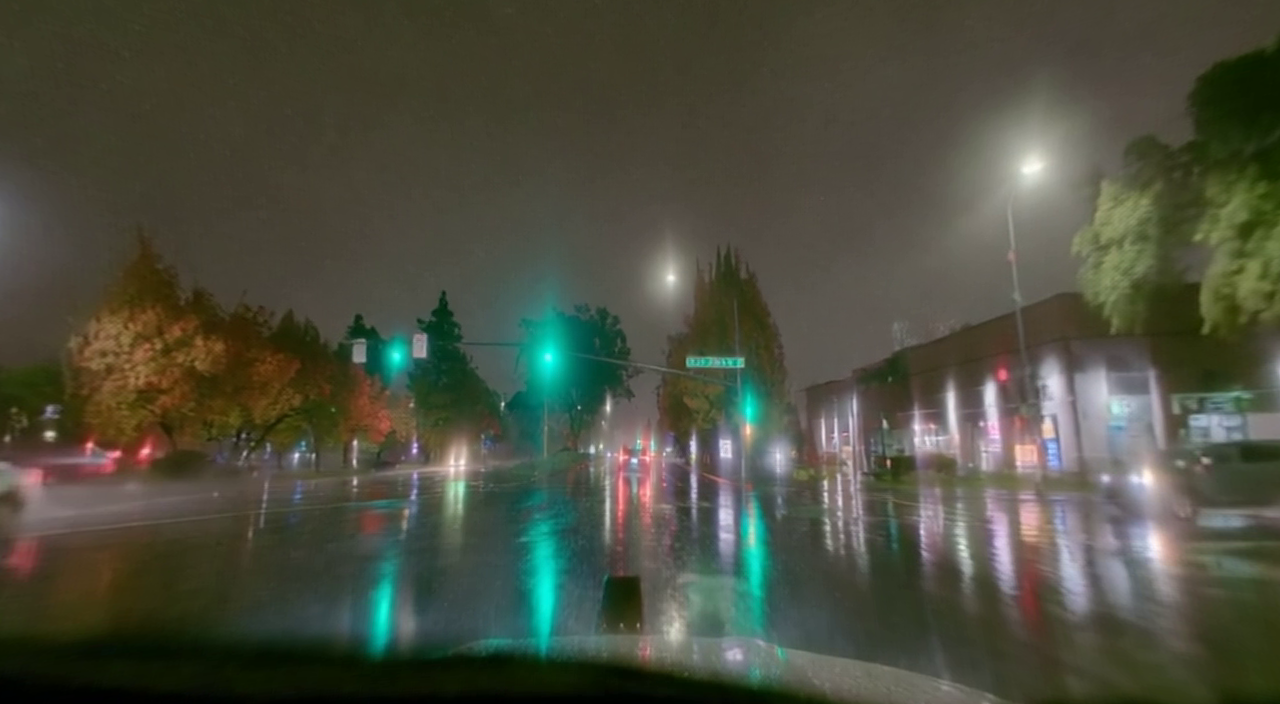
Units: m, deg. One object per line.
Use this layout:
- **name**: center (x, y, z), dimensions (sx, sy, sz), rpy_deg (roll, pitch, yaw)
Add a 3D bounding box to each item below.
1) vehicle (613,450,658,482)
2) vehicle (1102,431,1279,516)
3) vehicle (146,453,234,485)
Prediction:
- **vehicle**: center (-0.187, 5.688, 31.818), dimensions (2.115, 1.461, 3.976), rpy_deg (0, -8, 1)
- **vehicle**: center (14.497, 2.866, 15.171), dimensions (5.174, 1.878, 2.000), rpy_deg (0, -8, -1)
- **vehicle**: center (-26.891, 6.972, 37.957), dimensions (1.969, 1.693, 4.461), rpy_deg (0, -8, 1)
